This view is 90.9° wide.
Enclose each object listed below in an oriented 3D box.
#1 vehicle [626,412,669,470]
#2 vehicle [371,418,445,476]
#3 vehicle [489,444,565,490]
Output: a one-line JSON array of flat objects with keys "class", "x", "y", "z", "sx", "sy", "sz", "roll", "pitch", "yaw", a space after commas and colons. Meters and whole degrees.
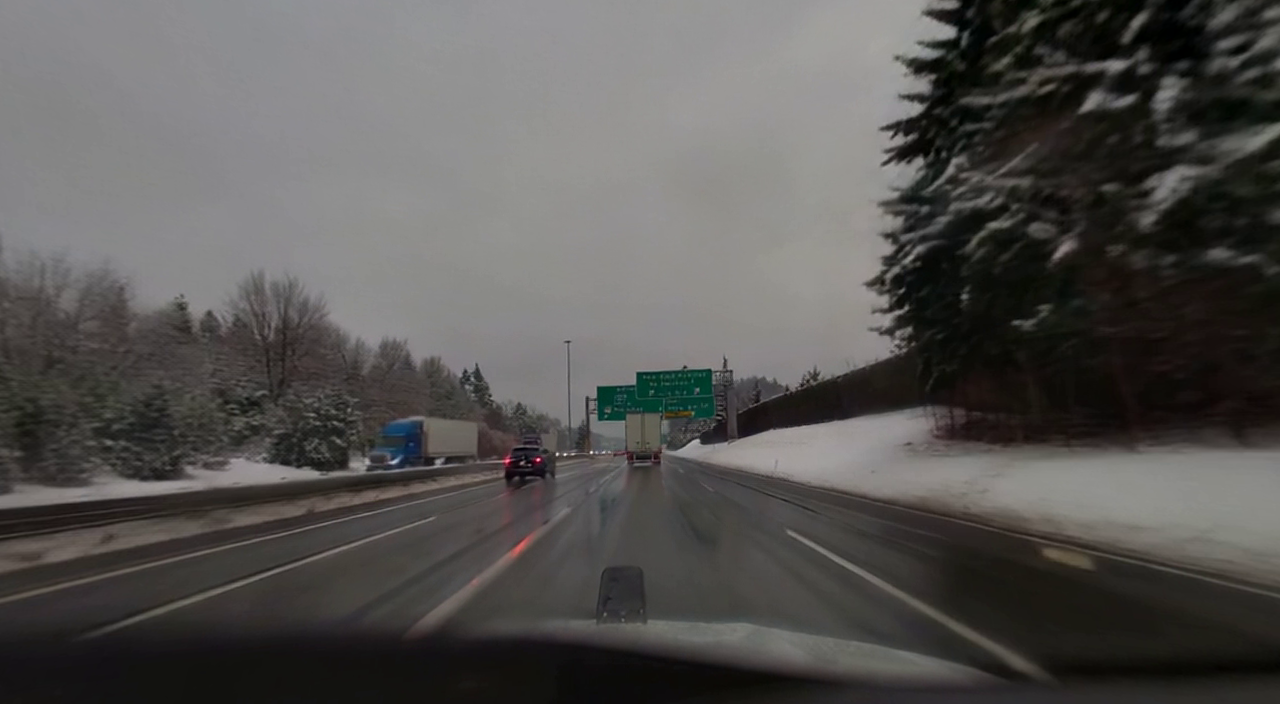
[{"class": "vehicle", "x": 0.601, "y": 7.007, "z": 49.243, "sx": 2.980, "sy": 4.051, "sz": 10.359, "roll": 0, "pitch": -9, "yaw": 1}, {"class": "vehicle", "x": -16.779, "y": 6.938, "z": 46.013, "sx": 2.987, "sy": 3.918, "sz": 5.823, "roll": 0, "pitch": -9, "yaw": 1}, {"class": "vehicle", "x": -4.072, "y": 4.223, "z": 23.534, "sx": 1.974, "sy": 1.531, "sz": 4.429, "roll": 0, "pitch": -9, "yaw": 1}]
